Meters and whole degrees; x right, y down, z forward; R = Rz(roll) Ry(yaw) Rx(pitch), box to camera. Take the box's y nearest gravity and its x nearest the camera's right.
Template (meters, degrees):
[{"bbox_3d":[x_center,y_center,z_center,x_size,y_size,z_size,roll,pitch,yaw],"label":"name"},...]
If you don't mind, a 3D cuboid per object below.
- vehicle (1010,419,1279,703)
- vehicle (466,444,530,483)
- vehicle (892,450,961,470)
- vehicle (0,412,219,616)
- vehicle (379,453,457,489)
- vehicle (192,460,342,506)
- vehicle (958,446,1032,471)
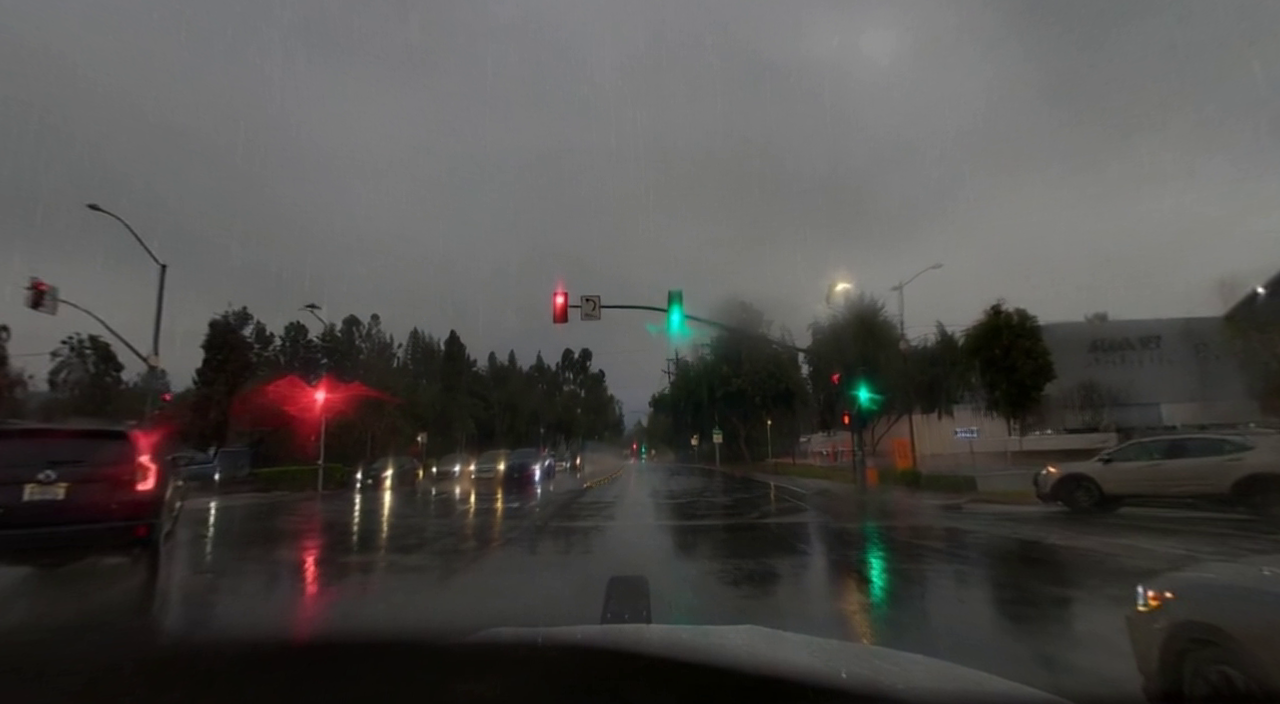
[{"bbox_3d":[3.610,0.977,2.241,1.966,1.490,4.429,0,-9,1],"label":"vehicle"},{"bbox_3d":[-7.137,5.665,32.299,2.081,1.818,4.782,0,-9,1],"label":"vehicle"},{"bbox_3d":[20.586,7.778,45.382,4.120,1.340,1.654,-1,-9,5],"label":"vehicle"},{"bbox_3d":[-6.779,1.741,7.693,2.000,1.789,4.638,4,-9,-26],"label":"vehicle"},{"bbox_3d":[-10.604,5.711,30.558,2.041,1.548,4.868,0,-9,0],"label":"vehicle"},{"bbox_3d":[-14.354,5.027,24.655,2.011,1.480,4.747,-3,-9,20],"label":"vehicle"},{"bbox_3d":[21.509,6.453,38.237,3.576,1.425,1.702,2,-9,-11],"label":"vehicle"}]
